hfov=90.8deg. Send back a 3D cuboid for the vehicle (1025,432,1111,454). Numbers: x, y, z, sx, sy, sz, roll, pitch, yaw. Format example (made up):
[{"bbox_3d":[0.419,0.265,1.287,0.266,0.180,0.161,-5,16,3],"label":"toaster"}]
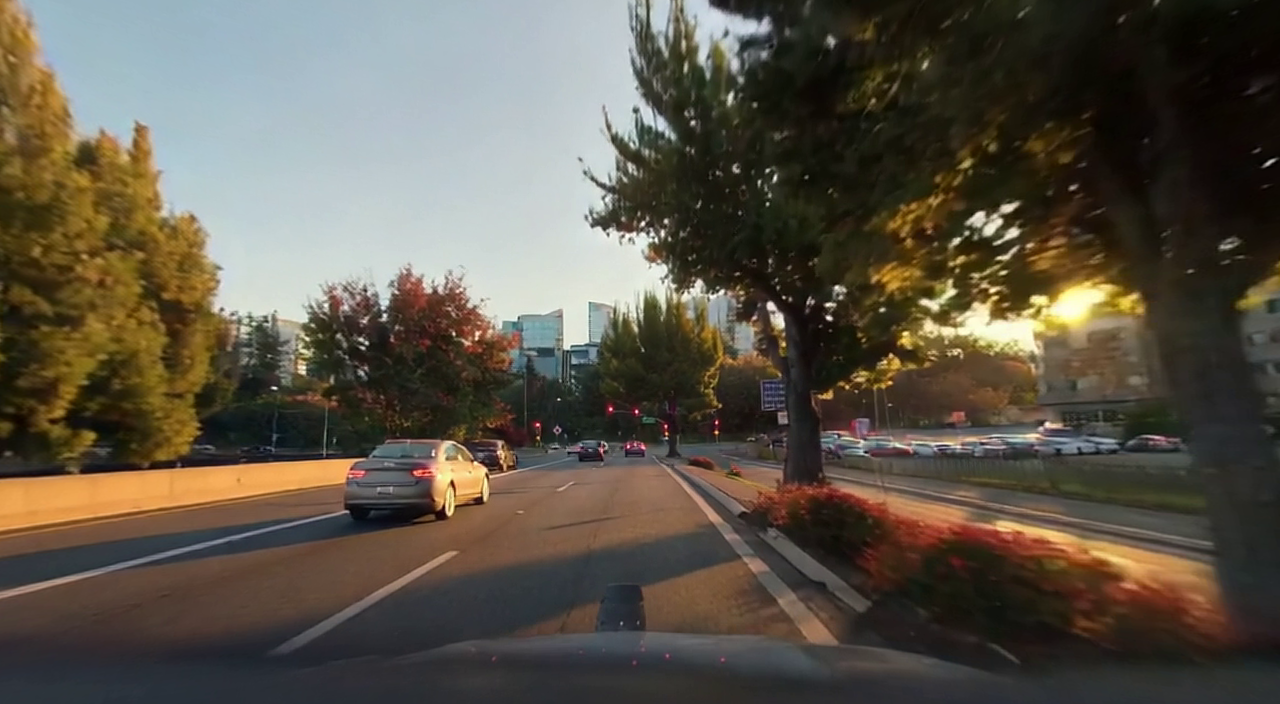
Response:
[{"bbox_3d":[29.526,6.319,43.753,4.650,1.445,1.982,-5,-10,28],"label":"vehicle"}]

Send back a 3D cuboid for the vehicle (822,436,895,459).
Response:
[{"bbox_3d":[14.735,6.403,42.550,4.505,1.472,2.020,4,-9,-27],"label":"vehicle"}]

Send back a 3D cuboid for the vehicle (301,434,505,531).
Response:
[{"bbox_3d":[-4.170,2.357,12.110,1.920,1.480,4.549,-1,-8,3],"label":"vehicle"}]

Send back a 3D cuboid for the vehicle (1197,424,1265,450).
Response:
[{"bbox_3d":[40.008,5.761,42.731,4.191,1.660,2.091,5,-10,-30],"label":"vehicle"}]

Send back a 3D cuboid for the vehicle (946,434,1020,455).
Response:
[{"bbox_3d":[24.972,6.753,46.181,4.528,1.450,1.889,-4,-9,25],"label":"vehicle"}]

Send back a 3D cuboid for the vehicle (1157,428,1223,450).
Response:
[{"bbox_3d":[40.226,6.349,46.176,3.959,1.533,1.964,4,-9,-23],"label":"vehicle"}]
